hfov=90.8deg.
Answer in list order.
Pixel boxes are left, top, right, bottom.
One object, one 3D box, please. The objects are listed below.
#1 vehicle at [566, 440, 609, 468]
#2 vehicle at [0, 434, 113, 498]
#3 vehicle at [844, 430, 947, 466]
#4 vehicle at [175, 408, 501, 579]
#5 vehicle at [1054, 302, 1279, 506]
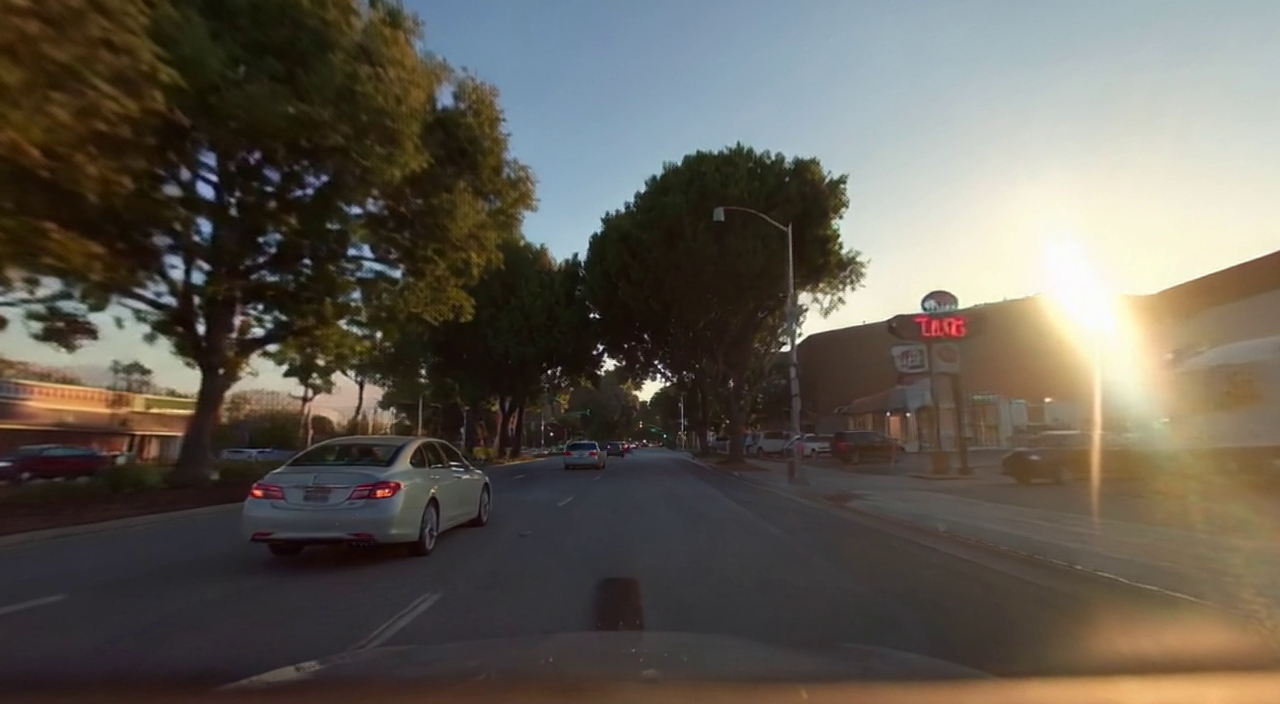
[{"bbox_3d":[-2.961,5.867,36.491,1.955,1.461,4.396,0,-9,1],"label":"vehicle"},{"bbox_3d":[-25.993,4.846,27.052,2.393,2.465,5.027,-1,-9,0],"label":"vehicle"},{"bbox_3d":[14.019,5.268,34.842,4.697,1.518,1.990,-4,-7,-3],"label":"vehicle"},{"bbox_3d":[-3.477,1.740,8.557,2.126,1.655,4.560,0,-9,0],"label":"vehicle"},{"bbox_3d":[15.148,1.228,14.974,8.300,4.310,2.832,-1,-8,0],"label":"vehicle"}]
